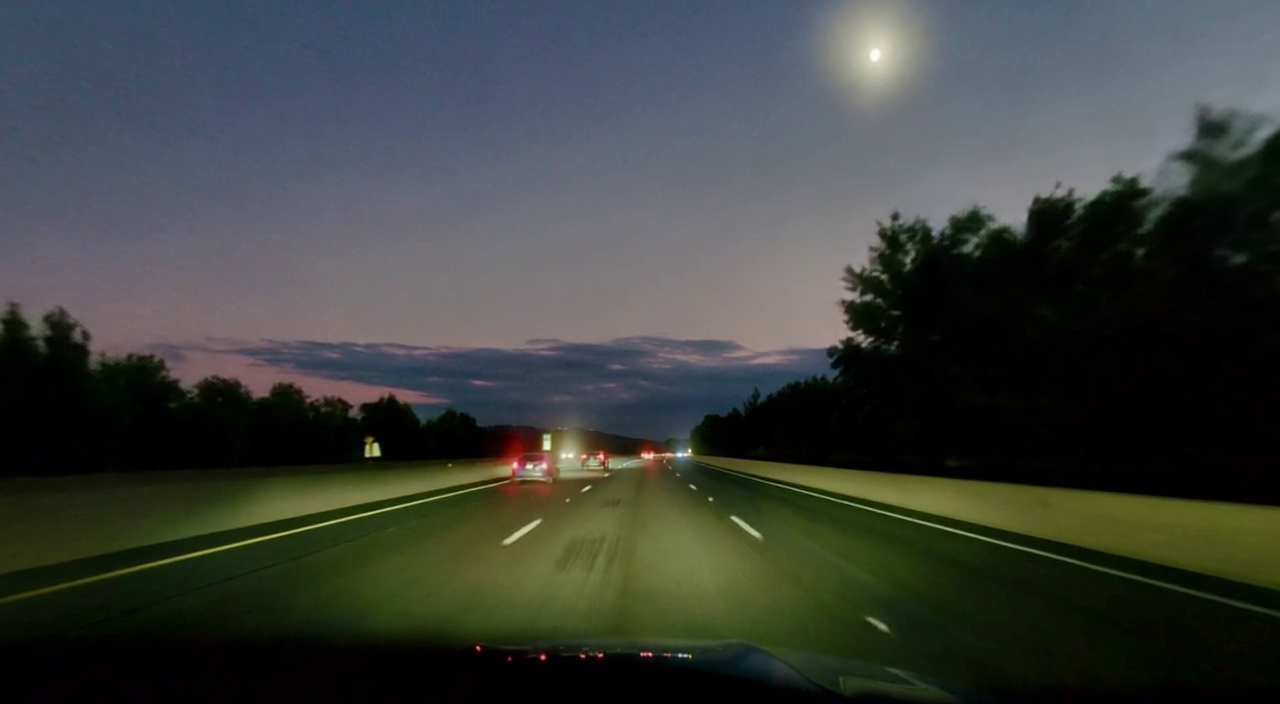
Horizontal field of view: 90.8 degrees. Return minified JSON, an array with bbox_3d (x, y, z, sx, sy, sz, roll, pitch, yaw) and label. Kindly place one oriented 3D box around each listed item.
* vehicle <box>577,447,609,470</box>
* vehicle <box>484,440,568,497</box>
[{"bbox_3d":[-3.432,7.874,46.704,1.996,1.565,4.159,0,-9,0],"label":"vehicle"},{"bbox_3d":[-3.518,3.677,20.218,1.846,1.600,4.108,0,-9,1],"label":"vehicle"}]
